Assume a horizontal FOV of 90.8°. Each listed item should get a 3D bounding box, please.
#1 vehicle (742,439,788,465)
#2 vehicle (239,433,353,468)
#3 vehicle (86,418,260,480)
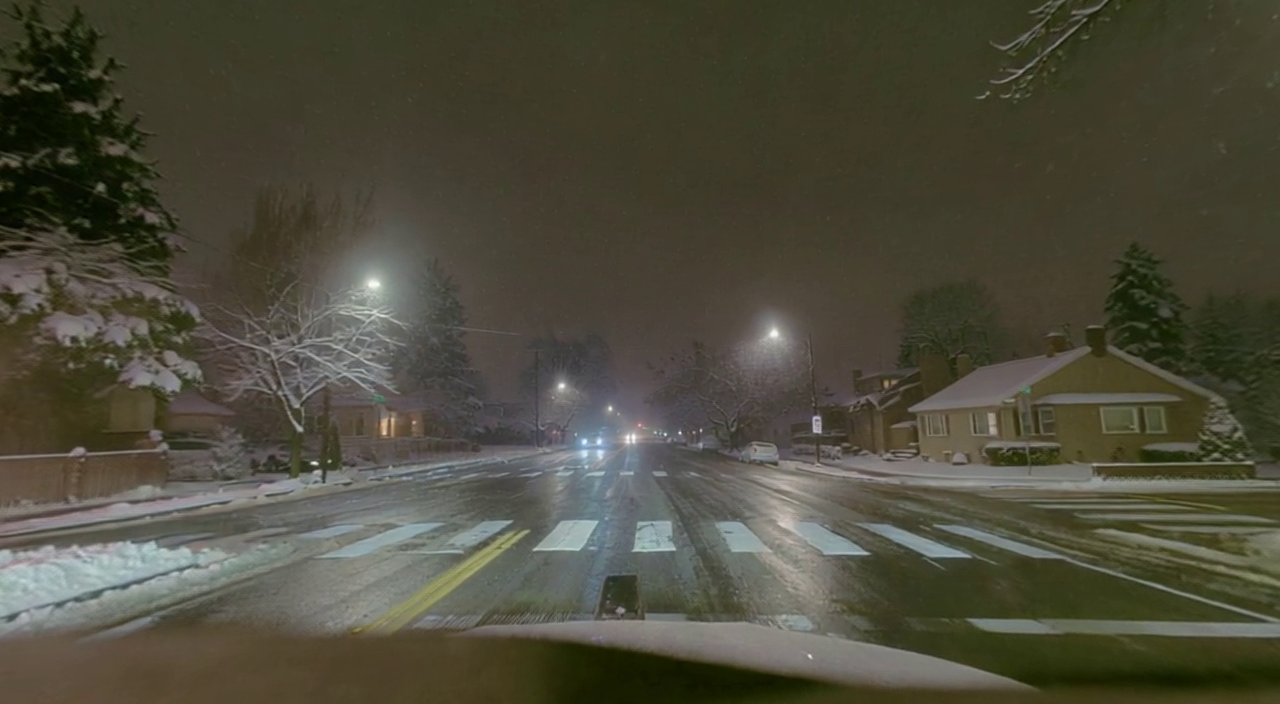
[{"bbox_3d":[8.002,6.477,40.864,2.029,1.554,4.705,0,-9,1],"label":"vehicle"},{"bbox_3d":[-17.952,5.154,33.141,4.743,1.734,1.994,0,-9,0],"label":"vehicle"},{"bbox_3d":[-17.920,3.759,24.482,4.800,2.259,2.303,0,-9,-1],"label":"vehicle"}]
